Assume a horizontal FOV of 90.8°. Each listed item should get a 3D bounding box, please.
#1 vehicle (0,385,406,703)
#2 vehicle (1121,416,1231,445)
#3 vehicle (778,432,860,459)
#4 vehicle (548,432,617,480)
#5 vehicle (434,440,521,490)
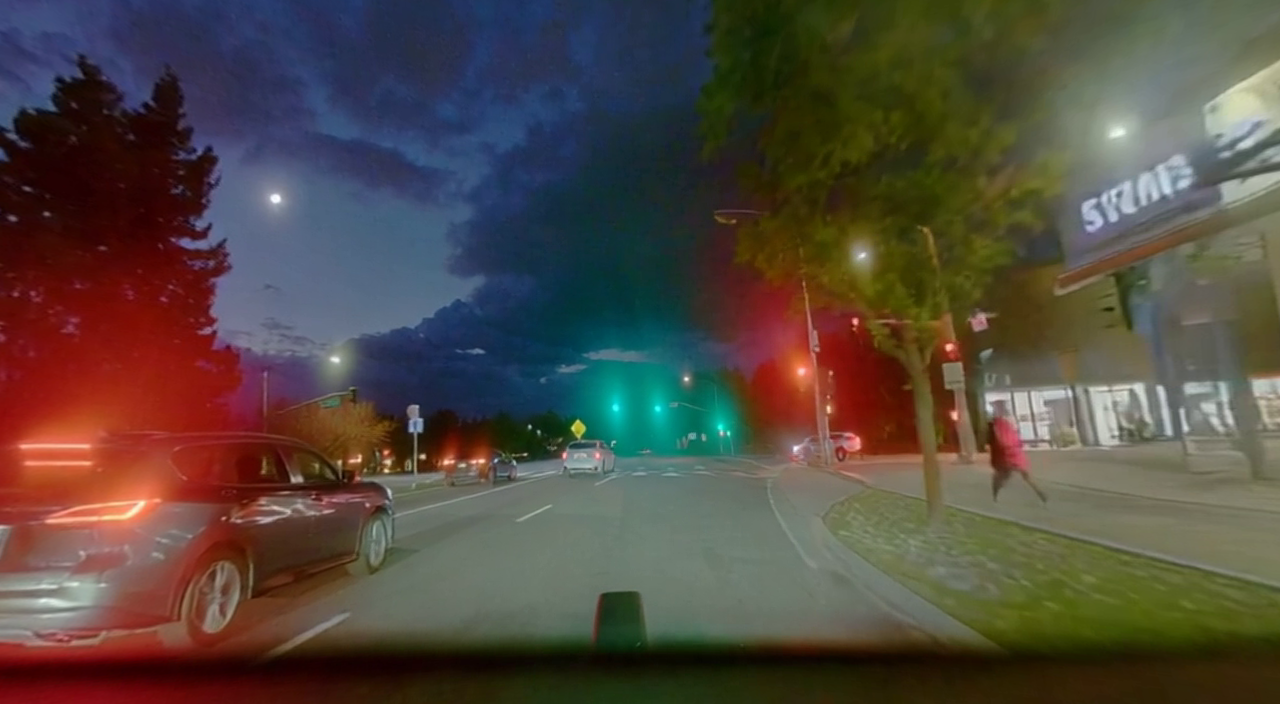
[{"bbox_3d":[-3.751,1.295,5.062,2.002,1.664,4.113,0,-8,3],"label":"vehicle"},{"bbox_3d":[32.593,4.838,38.642,4.852,1.680,1.997,-6,-10,35],"label":"vehicle"},{"bbox_3d":[12.196,6.377,43.202,4.916,1.746,2.077,-6,-10,35],"label":"vehicle"},{"bbox_3d":[-2.386,4.541,27.487,2.167,1.832,4.679,-2,-10,5],"label":"vehicle"},{"bbox_3d":[-6.706,4.690,26.617,2.160,1.779,4.549,-4,-9,4],"label":"vehicle"}]
